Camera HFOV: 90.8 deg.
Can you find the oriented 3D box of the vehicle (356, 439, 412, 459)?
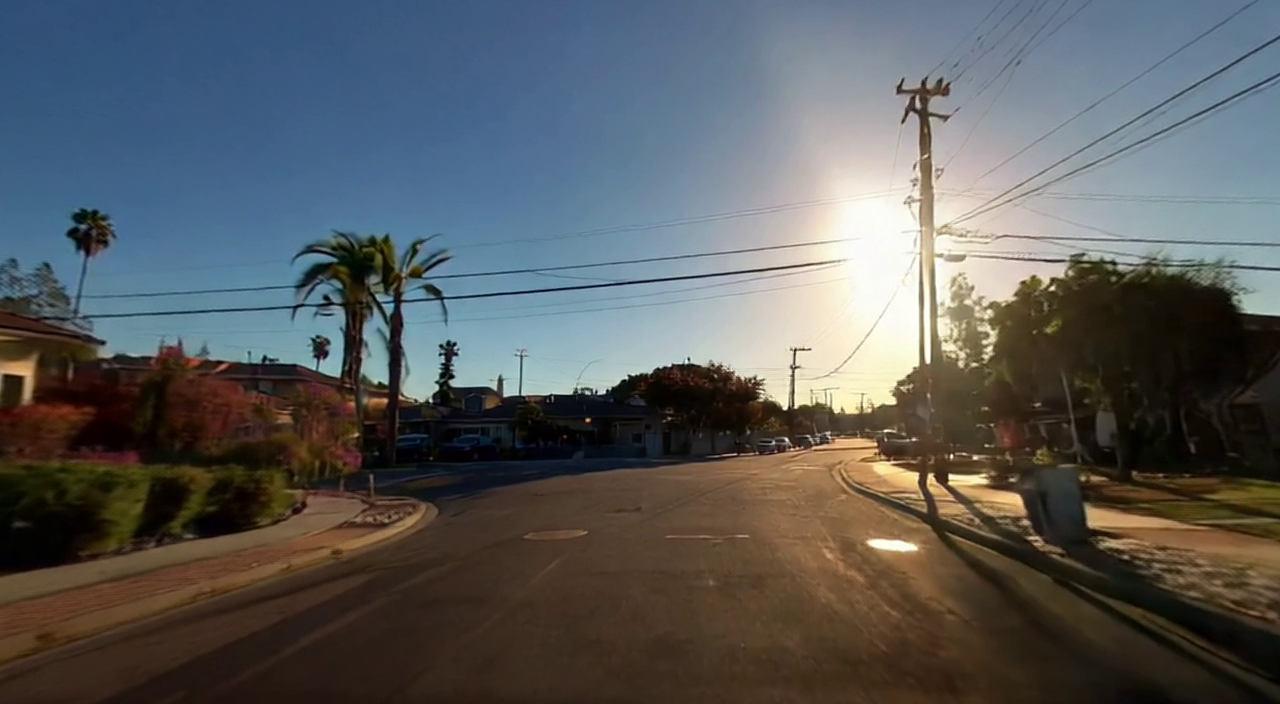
[{"bbox_3d":[-19.700,7.504,48.777,1.770,1.445,3.717,-4,-9,23],"label":"vehicle"}]

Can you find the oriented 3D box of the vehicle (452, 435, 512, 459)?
[{"bbox_3d":[-11.935,7.216,47.959,1.902,1.723,4.410,-4,-10,27],"label":"vehicle"}]

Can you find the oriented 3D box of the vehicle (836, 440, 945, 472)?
[{"bbox_3d":[11.677,4.896,29.751,4.531,1.447,1.814,-3,-10,15],"label":"vehicle"}]

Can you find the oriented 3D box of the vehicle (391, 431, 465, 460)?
[{"bbox_3d":[-15.835,7.029,47.537,2.226,2.001,5.259,-4,-9,23],"label":"vehicle"}]

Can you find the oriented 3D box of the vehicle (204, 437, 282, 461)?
[{"bbox_3d":[-31.011,7.589,49.552,2.035,1.791,4.993,-2,-9,15],"label":"vehicle"}]

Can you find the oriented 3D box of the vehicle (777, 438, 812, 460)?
[{"bbox_3d":[12.039,7.529,49.061,1.955,1.632,3.688,-4,-9,24],"label":"vehicle"}]
